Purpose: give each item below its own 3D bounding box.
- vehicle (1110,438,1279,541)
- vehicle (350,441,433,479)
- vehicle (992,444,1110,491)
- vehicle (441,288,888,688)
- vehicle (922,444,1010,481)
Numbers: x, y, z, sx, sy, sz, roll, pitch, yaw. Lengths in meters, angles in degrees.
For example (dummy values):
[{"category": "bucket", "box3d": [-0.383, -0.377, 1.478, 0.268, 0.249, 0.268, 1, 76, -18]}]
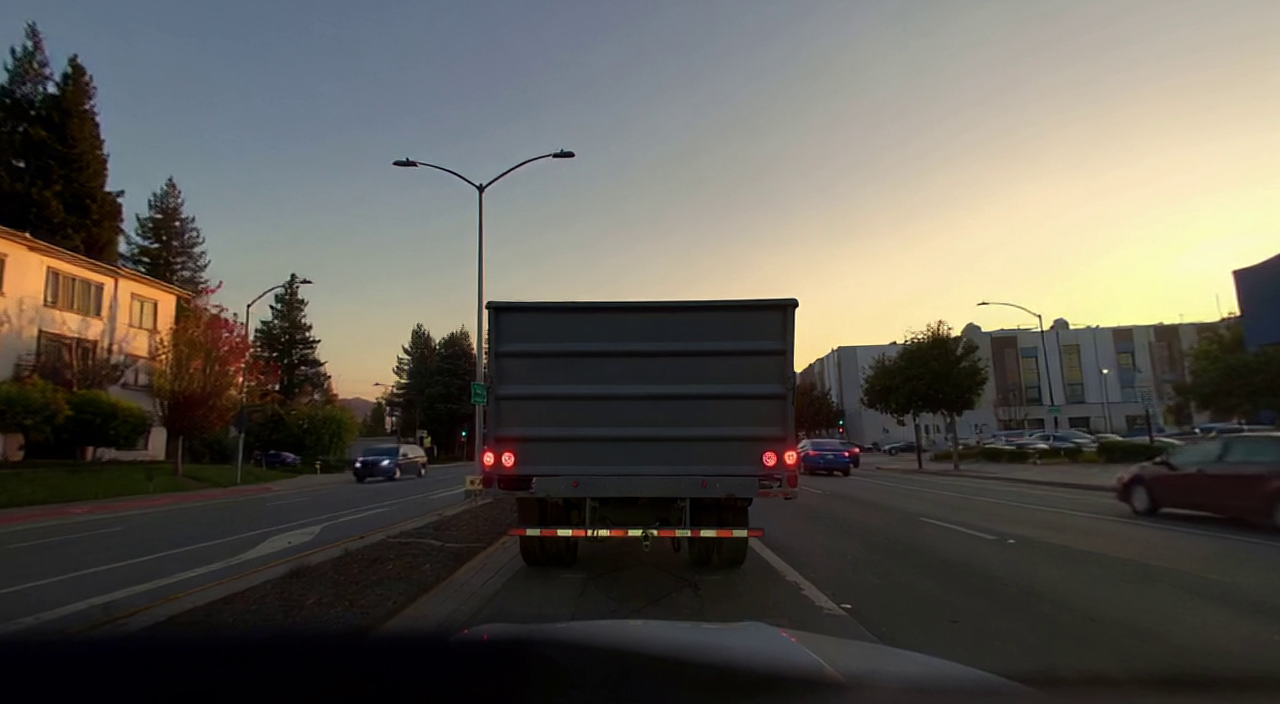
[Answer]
[{"category": "vehicle", "box3d": [10.200, 2.157, 10.320, 1.907, 1.465, 4.077, -1, -8, 2]}, {"category": "vehicle", "box3d": [-14.009, 6.107, 36.061, 2.218, 1.926, 5.753, -1, -8, 2]}, {"category": "vehicle", "box3d": [14.326, 4.008, 22.248, 1.702, 1.475, 3.670, -1, -8, 1]}, {"category": "vehicle", "box3d": [0.288, 1.300, 7.378, 2.650, 2.391, 7.008, -1, -8, 3]}, {"category": "vehicle", "box3d": [14.193, 4.802, 27.743, 1.777, 1.488, 4.081, -1, -8, 1]}]
